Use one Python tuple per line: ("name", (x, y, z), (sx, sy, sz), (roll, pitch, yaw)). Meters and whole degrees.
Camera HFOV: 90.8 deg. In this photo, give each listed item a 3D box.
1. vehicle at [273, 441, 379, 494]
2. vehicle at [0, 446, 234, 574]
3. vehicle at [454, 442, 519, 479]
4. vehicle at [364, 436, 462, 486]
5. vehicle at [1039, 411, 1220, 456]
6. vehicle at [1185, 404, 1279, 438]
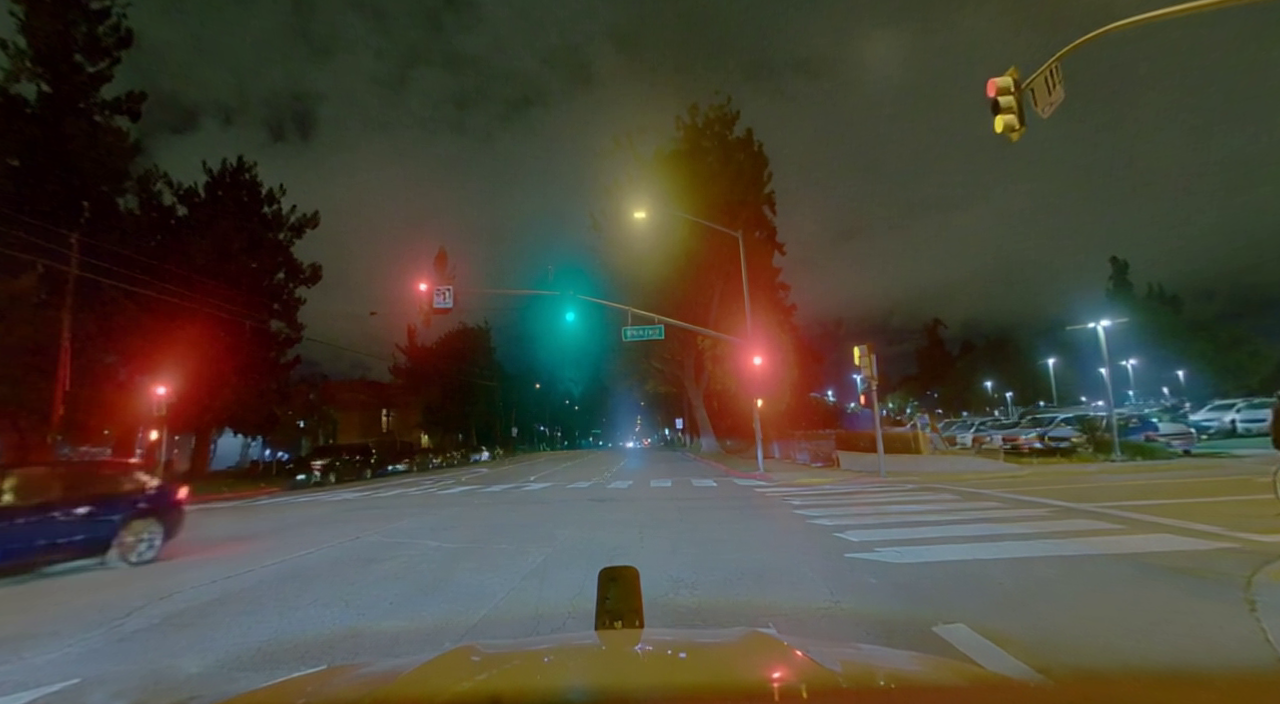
("vehicle", (-13.768, 5.062, 28.137), (2.251, 1.957, 4.968), (-4, -9, -1))
("vehicle", (-7.875, 1.879, 7.764), (1.855, 1.419, 4.385), (-6, -11, 36))
("vehicle", (-7.024, 4.994, 29.317), (2.024, 1.470, 4.153), (-3, -9, -1))
("vehicle", (-10.213, 4.955, 29.049), (2.475, 1.940, 5.702), (-3, -9, -1))
("vehicle", (16.910, 2.907, 22.122), (4.560, 1.453, 1.851), (-3, -9, 18))
("vehicle", (34.860, 4.029, 36.689), (4.326, 1.511, 1.725), (-8, -9, 16))
